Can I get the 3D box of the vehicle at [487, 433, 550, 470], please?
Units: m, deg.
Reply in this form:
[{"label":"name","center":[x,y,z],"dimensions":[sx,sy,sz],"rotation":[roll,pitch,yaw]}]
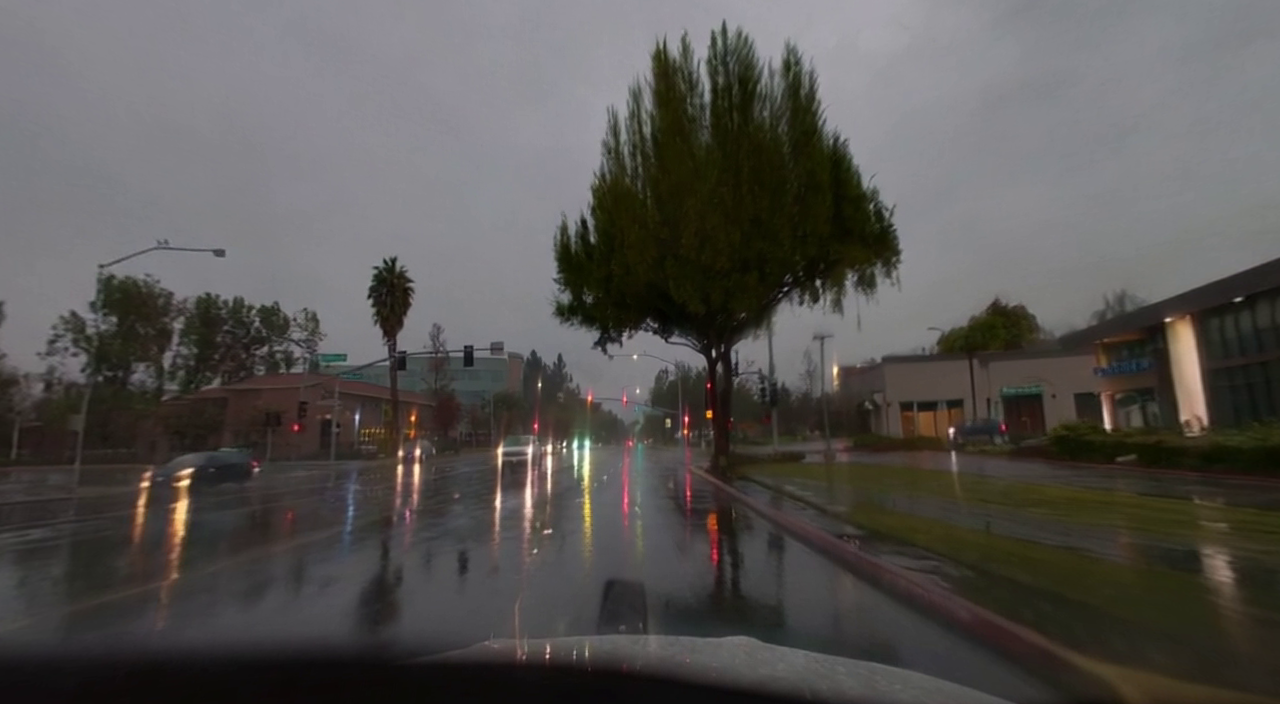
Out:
[{"label":"vehicle","center":[-6.021,4.972,31.631],"dimensions":[2.121,1.731,4.707],"rotation":[0,-8,2]}]
